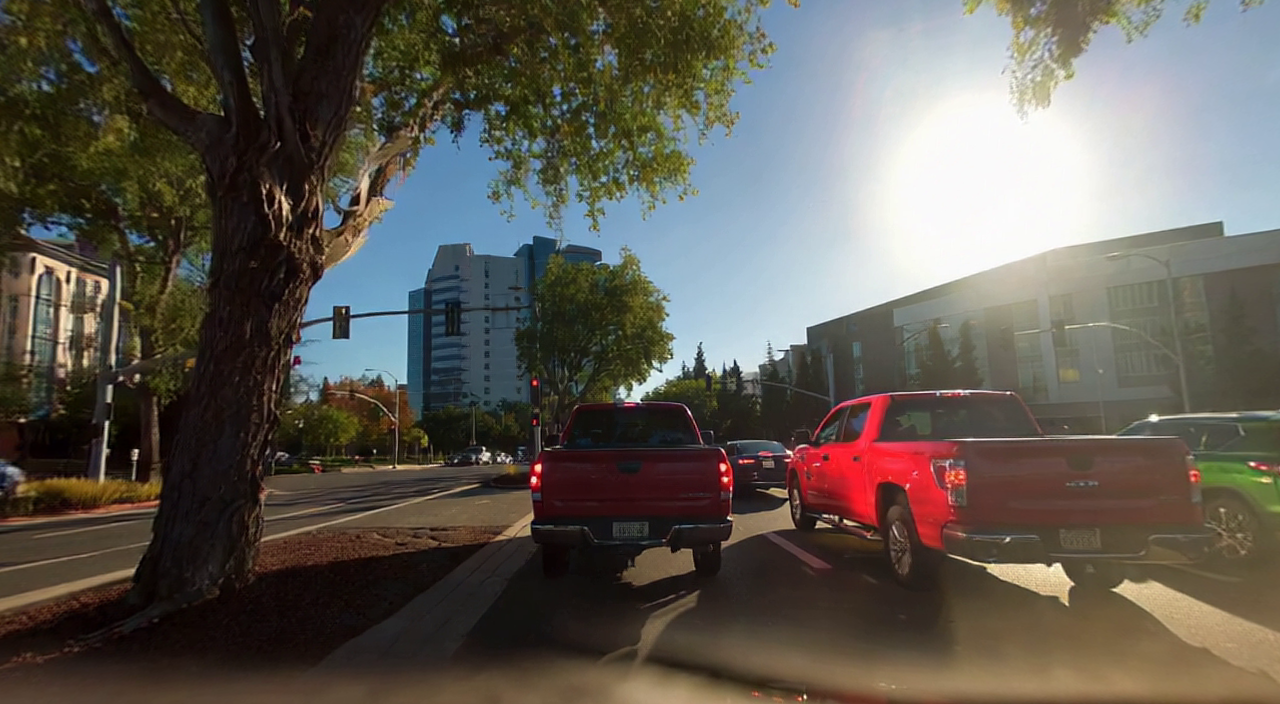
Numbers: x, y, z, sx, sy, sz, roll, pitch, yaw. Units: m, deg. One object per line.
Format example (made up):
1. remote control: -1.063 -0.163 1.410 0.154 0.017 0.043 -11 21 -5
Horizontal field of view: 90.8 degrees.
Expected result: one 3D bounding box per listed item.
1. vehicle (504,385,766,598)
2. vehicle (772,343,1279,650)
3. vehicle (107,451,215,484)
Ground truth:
1. vehicle: -0.068 1.571 8.007 2.240 1.821 5.001 0 -9 -1
2. vehicle: 3.317 1.329 6.936 2.412 1.953 5.682 0 -9 -1
3. vehicle: -26.394 6.332 35.002 4.437 1.669 1.936 5 -10 -30
